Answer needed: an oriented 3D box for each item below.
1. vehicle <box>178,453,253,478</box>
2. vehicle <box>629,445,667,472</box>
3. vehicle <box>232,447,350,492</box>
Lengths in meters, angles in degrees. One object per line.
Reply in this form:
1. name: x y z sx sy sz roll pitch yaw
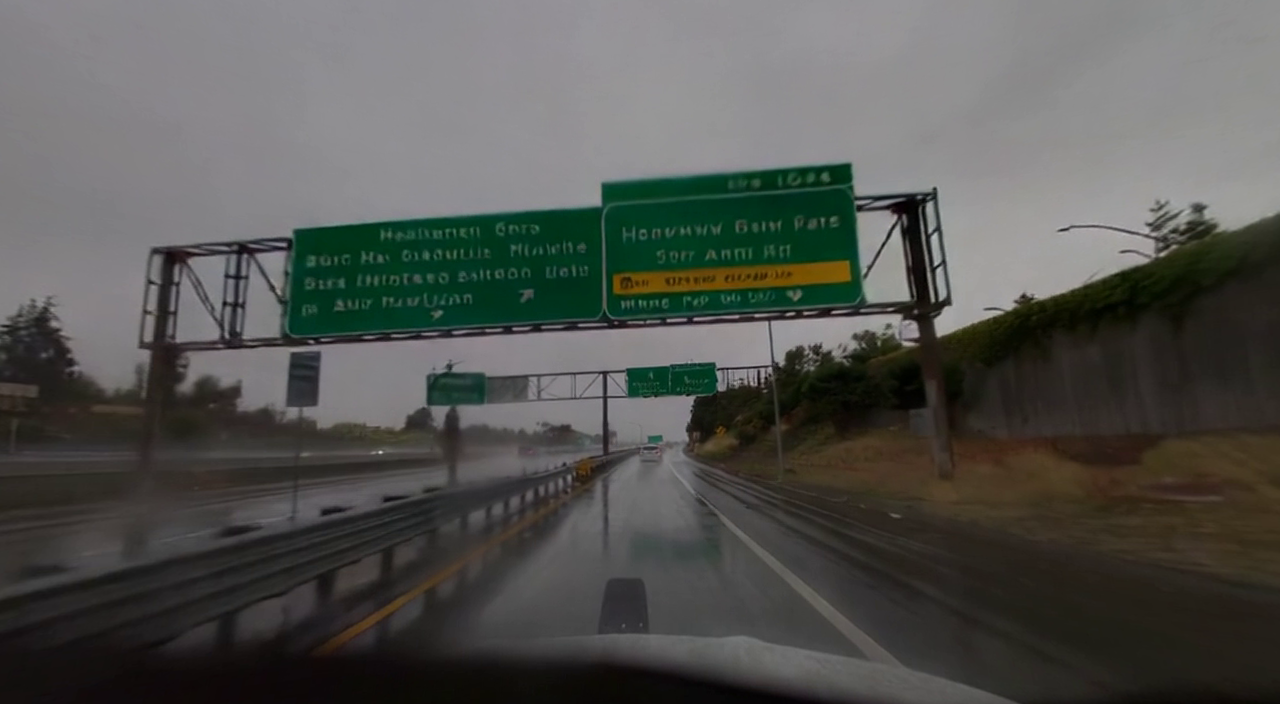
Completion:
1. vehicle: -28.540 7.625 42.562 1.988 1.517 4.641 0 -8 -2
2. vehicle: 0.406 6.232 37.166 2.137 1.461 3.999 0 -8 -1
3. vehicle: -13.108 4.402 24.063 1.946 1.461 4.602 0 -8 -1
